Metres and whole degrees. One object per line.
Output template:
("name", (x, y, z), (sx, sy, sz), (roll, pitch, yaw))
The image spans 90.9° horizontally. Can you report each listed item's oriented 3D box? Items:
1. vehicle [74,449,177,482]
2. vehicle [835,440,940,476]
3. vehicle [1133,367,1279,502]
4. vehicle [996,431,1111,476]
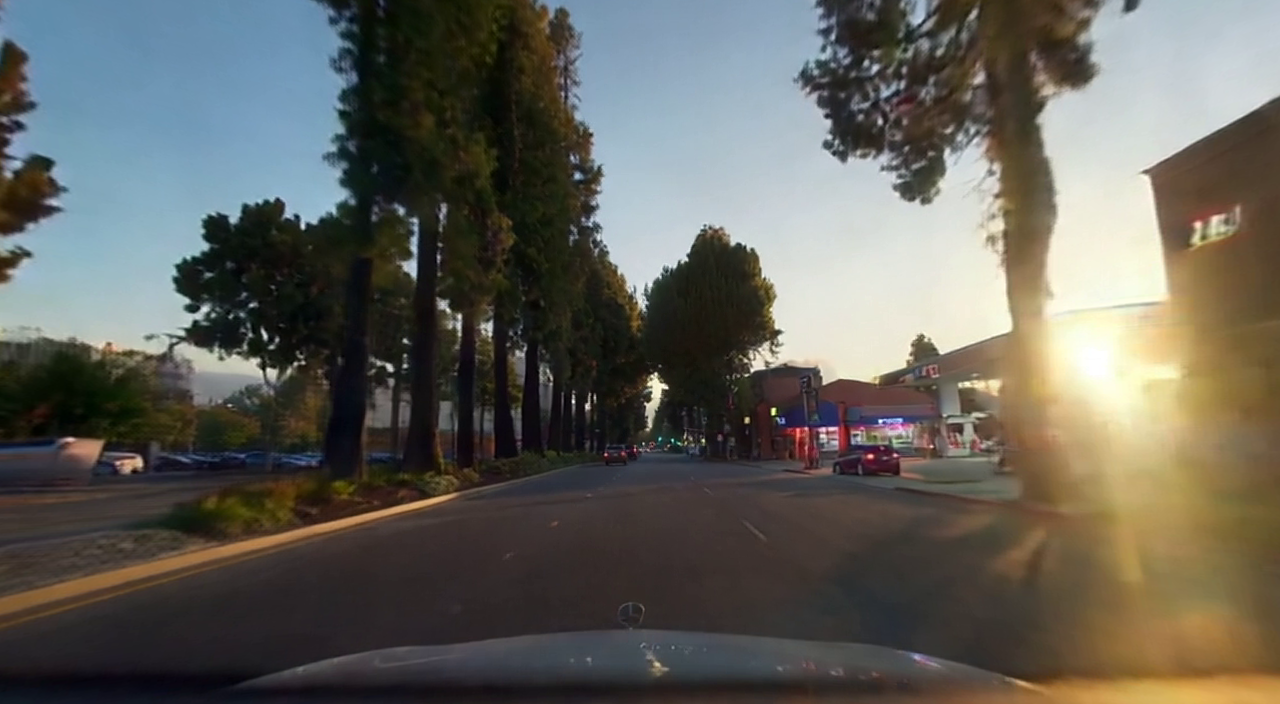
("vehicle", (-31.179, 6.885, 38.446), (2.059, 1.782, 5.016), (1, -8, -1))
("vehicle", (12.042, 5.133, 30.780), (4.359, 1.656, 1.894), (1, -9, -11))
("vehicle", (14.984, 1.826, 14.129), (5.820, 2.752, 2.234), (0, -8, -1))
("vehicle", (17.174, 4.206, 26.438), (1.806, 1.721, 3.978), (0, -8, -7))
